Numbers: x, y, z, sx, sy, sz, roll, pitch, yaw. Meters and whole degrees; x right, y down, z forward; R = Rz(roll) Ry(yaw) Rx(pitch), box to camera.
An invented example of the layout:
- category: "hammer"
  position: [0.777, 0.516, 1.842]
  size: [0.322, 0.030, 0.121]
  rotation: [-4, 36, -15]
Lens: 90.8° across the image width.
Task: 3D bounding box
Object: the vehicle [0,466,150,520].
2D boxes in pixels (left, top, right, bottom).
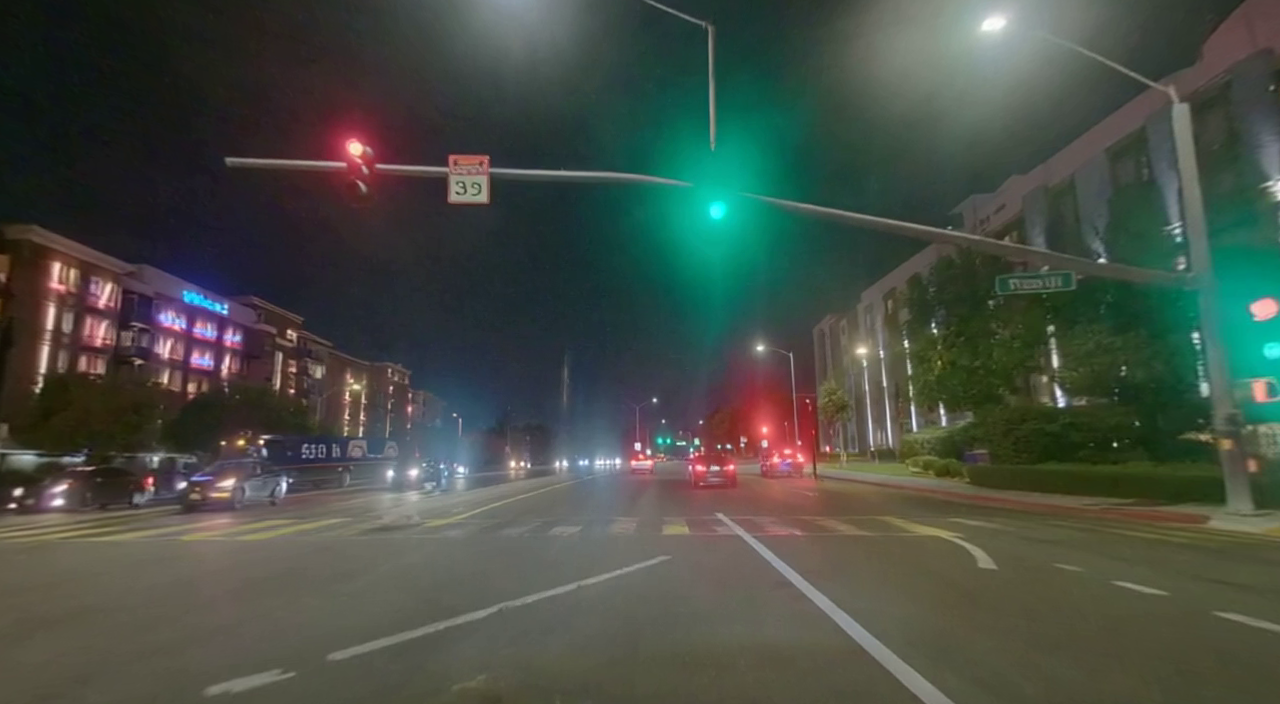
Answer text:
- category: "vehicle"
  position: [-18.802, 4.542, 20.788]
  size: [1.803, 1.436, 4.285]
  rotation: [-1, -9, 2]

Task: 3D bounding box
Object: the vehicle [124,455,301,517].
- category: "vehicle"
  position: [-11.894, 3.717, 17.995]
  size: [2.026, 1.478, 4.086]
  rotation: [-1, -9, 3]

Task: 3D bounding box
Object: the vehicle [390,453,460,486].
- category: "vehicle"
  position: [-11.237, 6.146, 33.345]
  size: [1.919, 1.602, 4.346]
  rotation: [-1, -9, 3]

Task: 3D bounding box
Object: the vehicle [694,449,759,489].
- category: "vehicle"
  position: [3.490, 4.807, 26.389]
  size: [2.020, 1.479, 4.650]
  rotation: [0, -9, 0]

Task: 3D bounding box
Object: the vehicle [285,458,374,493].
- category: "vehicle"
  position: [-14.806, 5.895, 30.427]
  size: [1.918, 1.485, 4.412]
  rotation: [-1, -9, 2]

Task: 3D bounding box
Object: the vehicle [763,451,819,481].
- category: "vehicle"
  position: [7.844, 5.931, 33.168]
  size: [1.932, 1.439, 4.159]
  rotation: [0, -9, 0]
